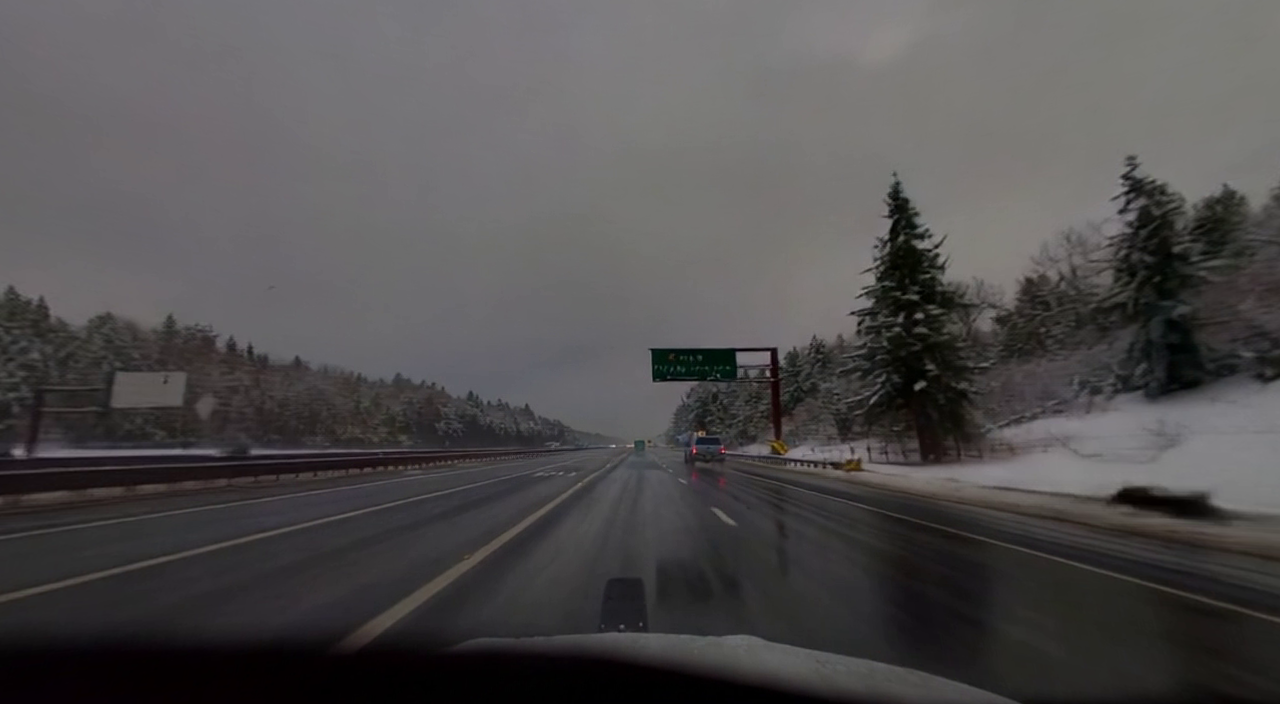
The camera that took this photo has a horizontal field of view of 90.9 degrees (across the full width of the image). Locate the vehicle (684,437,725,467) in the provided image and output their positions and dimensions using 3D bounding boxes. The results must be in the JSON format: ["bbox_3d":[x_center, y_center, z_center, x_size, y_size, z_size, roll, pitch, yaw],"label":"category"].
[{"bbox_3d":[4.287,6.753,42.778,2.172,1.930,4.879,0,-8,-1],"label":"vehicle"}]
